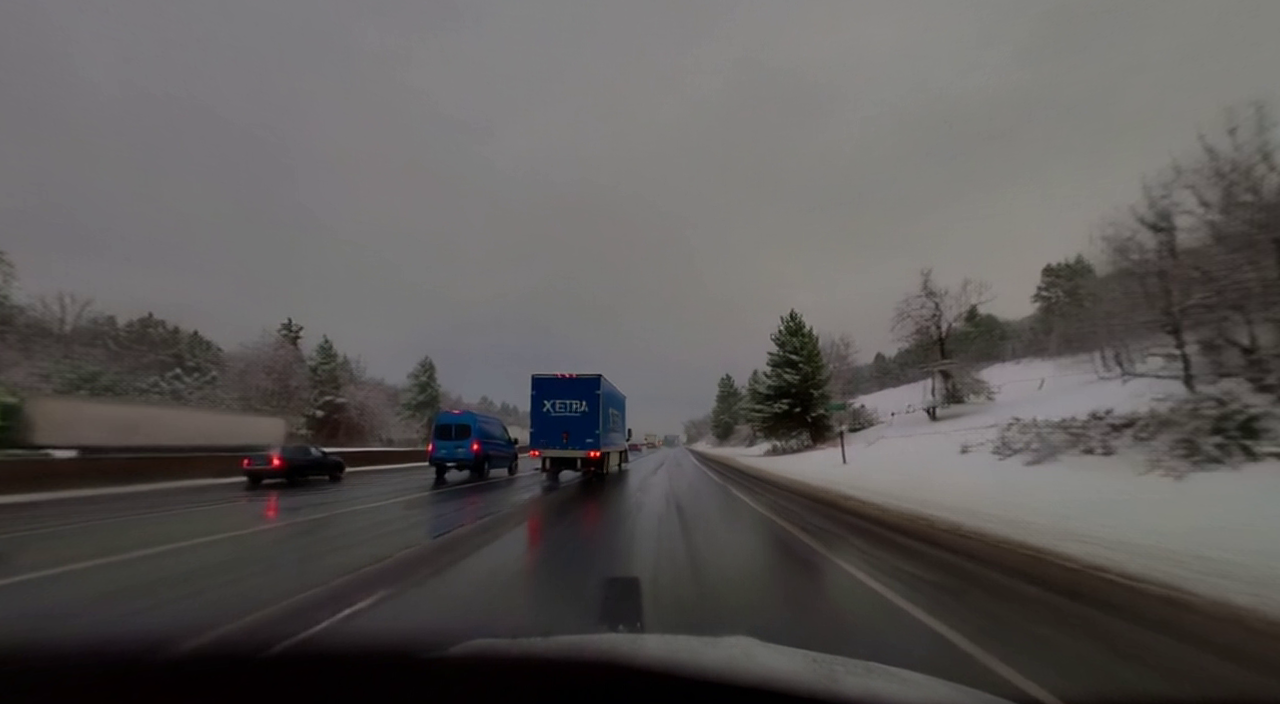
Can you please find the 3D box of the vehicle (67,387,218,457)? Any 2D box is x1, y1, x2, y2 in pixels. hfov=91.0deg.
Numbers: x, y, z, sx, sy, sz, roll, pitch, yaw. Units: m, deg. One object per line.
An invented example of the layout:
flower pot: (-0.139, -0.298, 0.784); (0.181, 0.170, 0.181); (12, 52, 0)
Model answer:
vehicle: (-27.891, 4.069, 35.798); (2.985, 3.637, 6.298); (0, -8, 4)

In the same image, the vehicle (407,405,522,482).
vehicle: (-6.626, 3.592, 24.778); (2.469, 2.615, 5.874); (0, -8, 3)

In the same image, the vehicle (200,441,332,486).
vehicle: (-13.868, 4.141, 23.733); (1.901, 1.487, 4.622); (0, -8, 4)

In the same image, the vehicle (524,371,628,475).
vehicle: (-2.557, 3.461, 29.260); (3.183, 4.011, 9.617); (0, -9, 4)
